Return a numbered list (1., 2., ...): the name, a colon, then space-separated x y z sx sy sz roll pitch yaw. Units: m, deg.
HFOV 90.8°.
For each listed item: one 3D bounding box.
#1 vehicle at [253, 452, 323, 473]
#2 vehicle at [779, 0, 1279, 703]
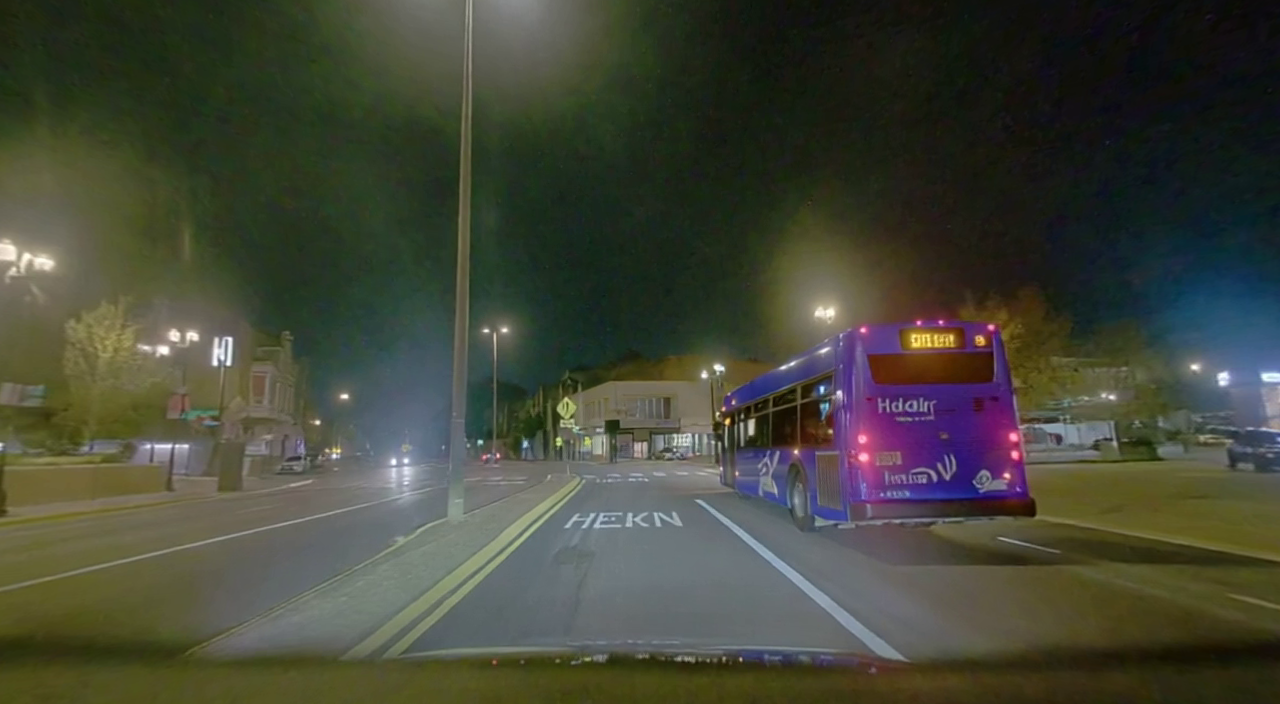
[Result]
1. vehicle: -27.622 8.680 49.620 4.384 1.500 1.864 7 -11 -41
2. vehicle: 3.812 0.135 2.859 3.194 3.345 12.428 0 -8 -2
